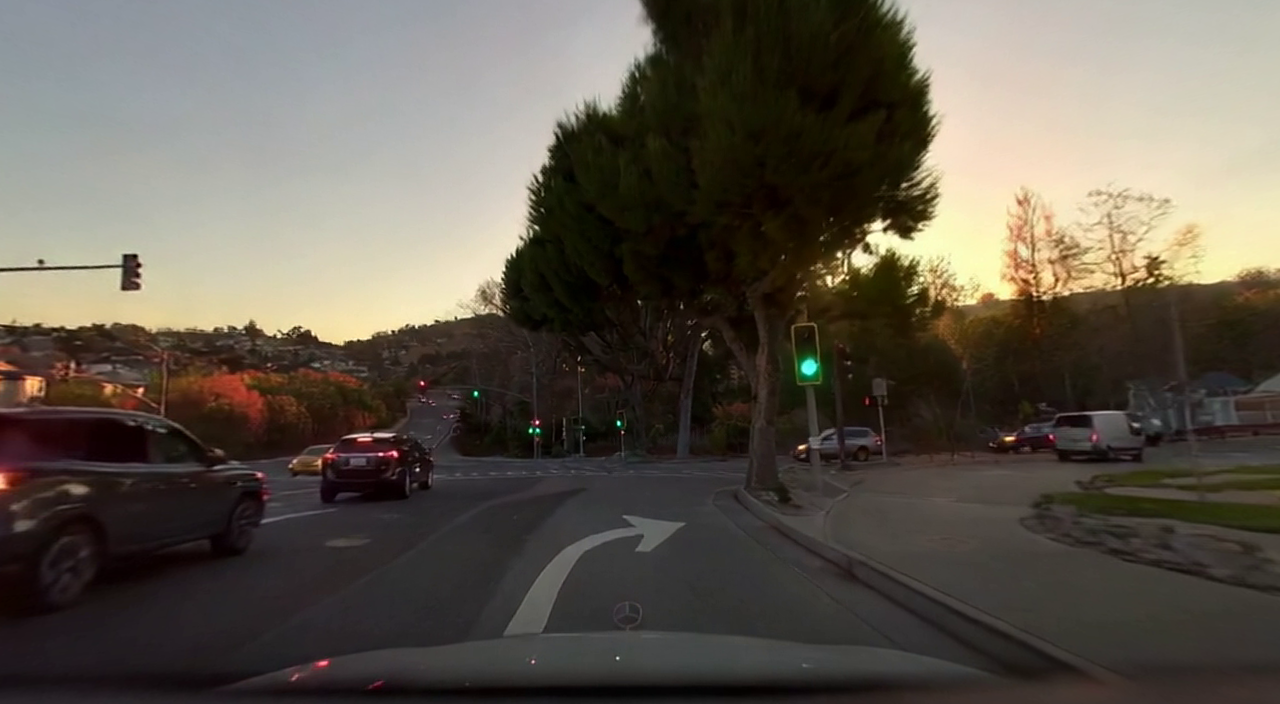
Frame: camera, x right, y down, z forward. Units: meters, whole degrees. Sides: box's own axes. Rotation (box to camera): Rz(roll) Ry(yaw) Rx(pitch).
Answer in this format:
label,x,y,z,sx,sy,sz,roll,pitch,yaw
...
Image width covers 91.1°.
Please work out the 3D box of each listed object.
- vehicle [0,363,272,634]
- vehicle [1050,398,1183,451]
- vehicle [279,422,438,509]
label,x,y,z,sx,sy,sz,roll,pitch,yaw
vehicle,-5.596,1.215,5.728,2.152,1.822,4.391,1,-8,-6
vehicle,26.813,4.136,35.402,6.269,2.785,2.334,2,-9,-14
vehicle,-6.081,2.489,14.218,2.024,1.655,4.301,1,-8,-7
